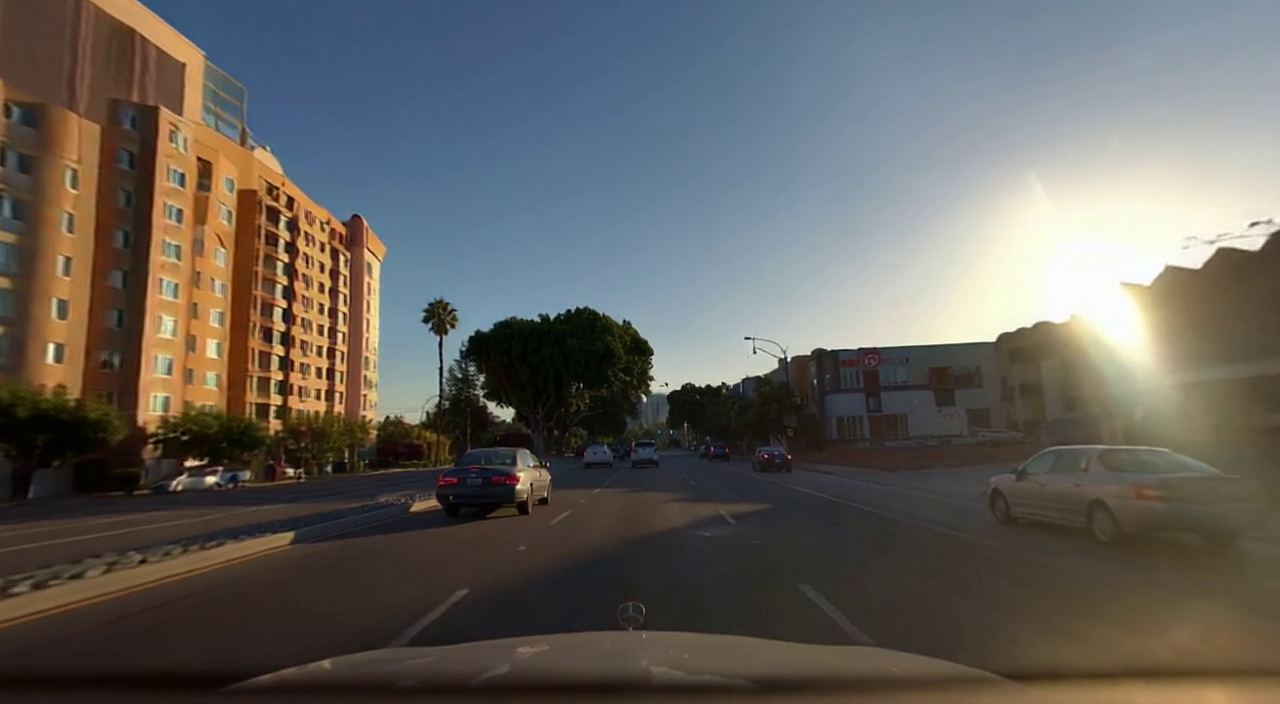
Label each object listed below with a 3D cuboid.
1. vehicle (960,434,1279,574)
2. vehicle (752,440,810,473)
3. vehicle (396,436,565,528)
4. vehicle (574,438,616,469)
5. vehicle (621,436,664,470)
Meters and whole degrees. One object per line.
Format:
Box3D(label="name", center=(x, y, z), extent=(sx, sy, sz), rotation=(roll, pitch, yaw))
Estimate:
Box3D(label="vehicle", center=(6.735, 1.948, 9.038), extent=(1.865, 1.458, 4.605), rotation=(0, -8, 0))
Box3D(label="vehicle", center=(6.748, 5.031, 30.573), extent=(1.884, 1.458, 4.245), rotation=(-1, -8, 1))
Box3D(label="vehicle", center=(-2.875, 2.453, 12.547), extent=(2.095, 1.486, 4.411), rotation=(-1, -8, 2))
Box3D(label="vehicle", center=(-2.747, 6.294, 39.449), extent=(2.117, 1.799, 4.442), rotation=(-1, -8, 2))
Box3D(label="vehicle", center=(0.188, 5.733, 35.890), extent=(2.304, 1.795, 4.526), rotation=(-1, -8, 1))
